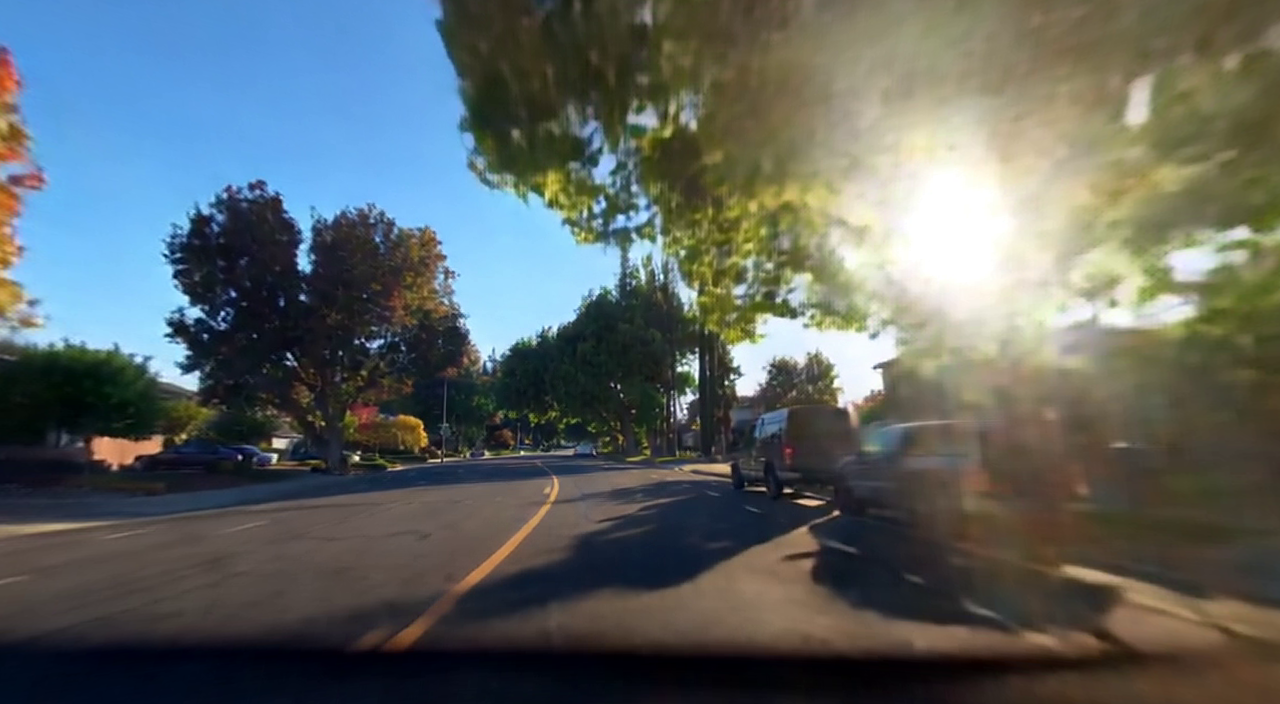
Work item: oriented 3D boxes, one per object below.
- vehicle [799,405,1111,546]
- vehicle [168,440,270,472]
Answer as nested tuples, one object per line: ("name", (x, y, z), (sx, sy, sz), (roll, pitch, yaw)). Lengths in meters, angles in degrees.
("vehicle", (5.584, 2.346, 12.899), (2.670, 2.085, 6.775), (0, -8, -2))
("vehicle", (-27.069, 6.683, 40.772), (4.975, 1.847, 2.096), (1, -8, -14))
